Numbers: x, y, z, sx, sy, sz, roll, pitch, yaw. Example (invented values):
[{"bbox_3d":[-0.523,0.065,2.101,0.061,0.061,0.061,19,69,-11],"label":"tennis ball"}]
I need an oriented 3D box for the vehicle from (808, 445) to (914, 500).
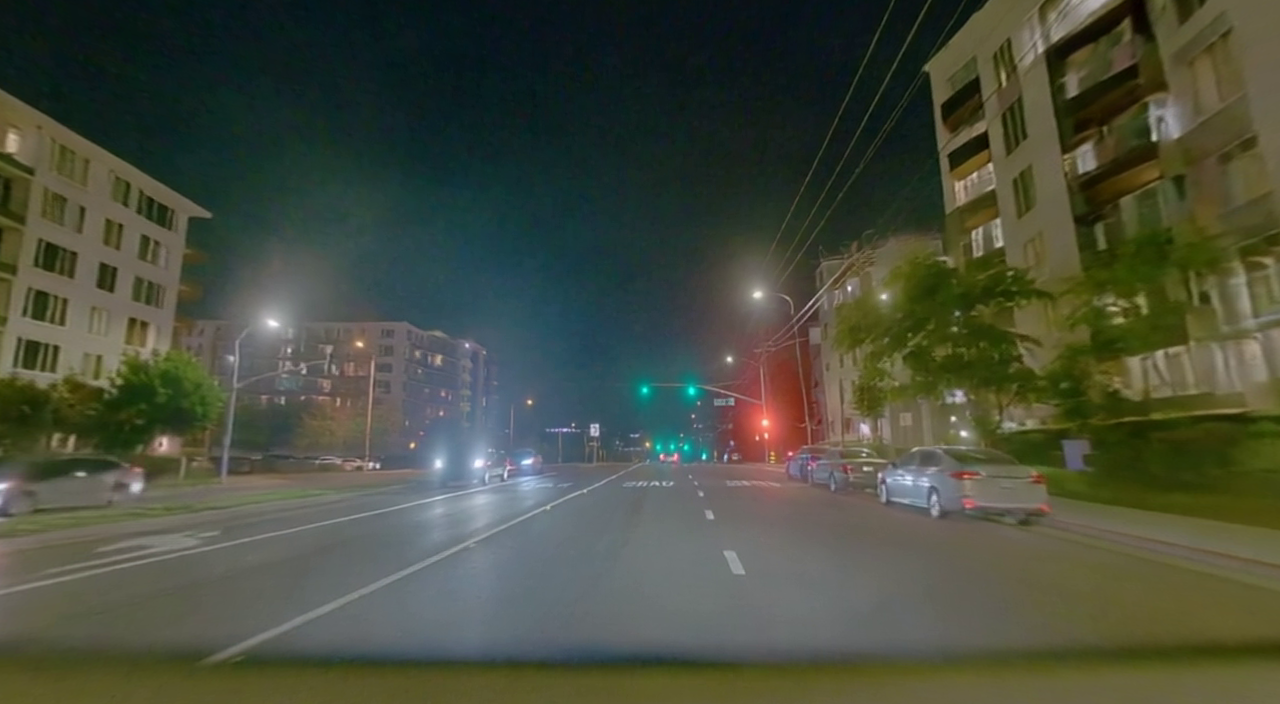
[{"bbox_3d":[6.624,3.617,19.482,1.839,1.461,4.645,0,-8,3],"label":"vehicle"}]

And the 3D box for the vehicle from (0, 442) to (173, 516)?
[{"bbox_3d":[-16.030,3.379,17.458,2.284,1.738,4.773,-1,-8,4],"label":"vehicle"}]

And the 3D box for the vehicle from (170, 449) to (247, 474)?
[{"bbox_3d":[-30.439,7.748,44.538,4.296,1.502,1.823,-5,-11,9],"label":"vehicle"}]

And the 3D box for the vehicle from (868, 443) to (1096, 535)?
[{"bbox_3d":[6.400,2.572,12.598,2.121,1.459,4.591,0,-8,2],"label":"vehicle"}]

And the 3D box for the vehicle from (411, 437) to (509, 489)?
[{"bbox_3d":[-6.812,4.264,24.586,2.074,1.794,4.832,-1,-8,4],"label":"vehicle"}]

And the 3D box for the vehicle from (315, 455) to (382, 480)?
[{"bbox_3d":[-18.473,7.312,40.193,1.895,1.452,4.483,-1,-8,4],"label":"vehicle"}]

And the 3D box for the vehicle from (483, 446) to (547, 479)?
[{"bbox_3d":[-6.138,5.455,31.530,1.953,1.471,4.744,0,-8,4],"label":"vehicle"}]
